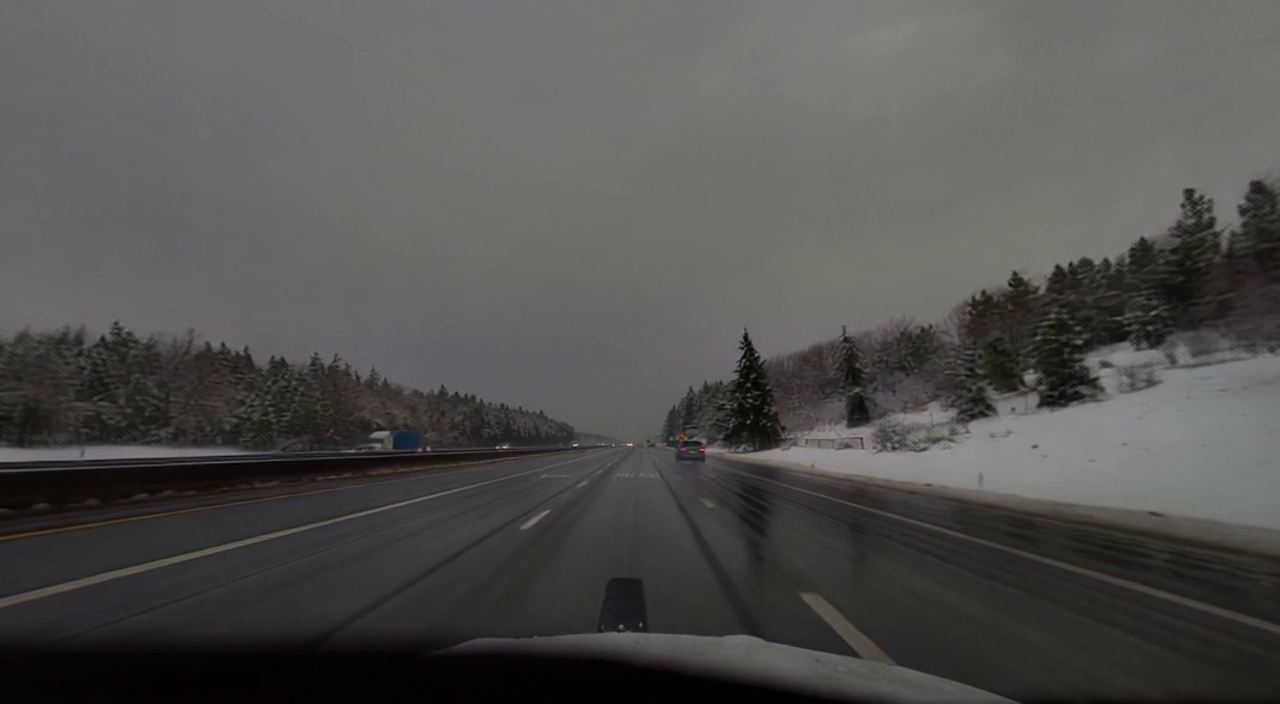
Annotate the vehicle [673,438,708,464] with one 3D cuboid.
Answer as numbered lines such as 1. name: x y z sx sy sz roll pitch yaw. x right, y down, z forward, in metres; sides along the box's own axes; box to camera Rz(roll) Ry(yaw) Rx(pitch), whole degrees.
1. vehicle: 3.878 7.679 49.055 2.172 1.930 4.879 0 -8 -2
